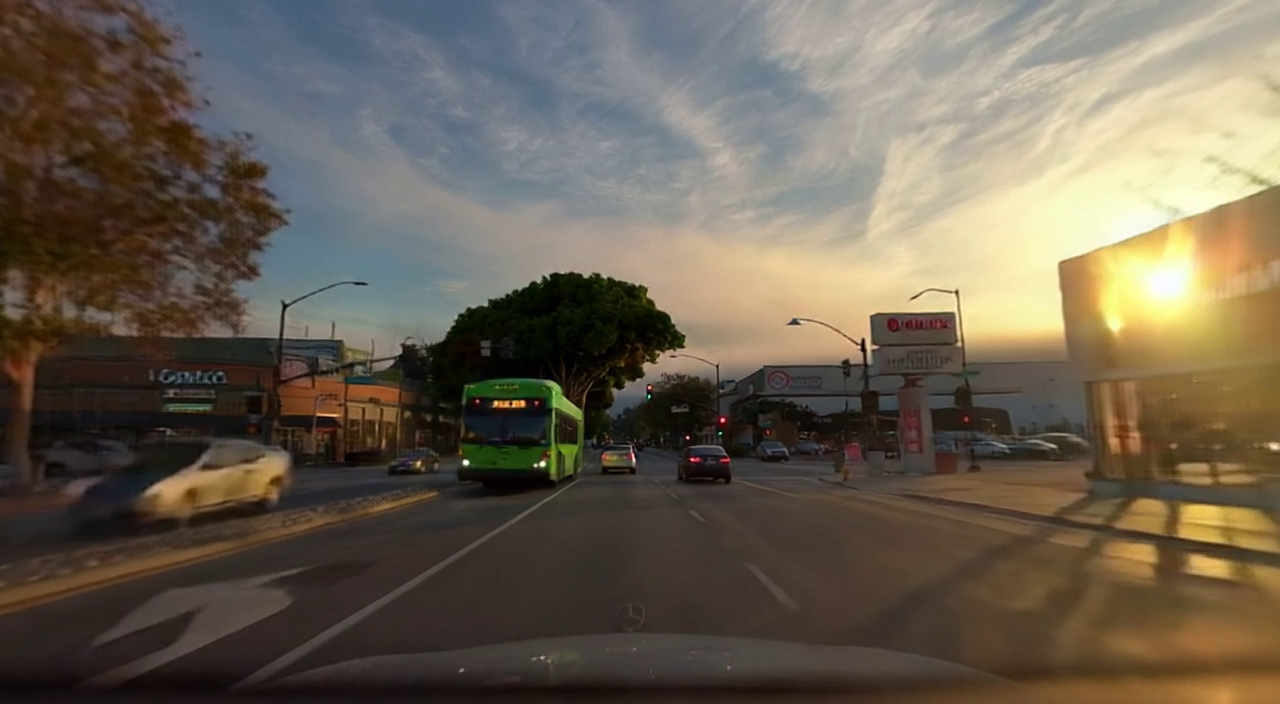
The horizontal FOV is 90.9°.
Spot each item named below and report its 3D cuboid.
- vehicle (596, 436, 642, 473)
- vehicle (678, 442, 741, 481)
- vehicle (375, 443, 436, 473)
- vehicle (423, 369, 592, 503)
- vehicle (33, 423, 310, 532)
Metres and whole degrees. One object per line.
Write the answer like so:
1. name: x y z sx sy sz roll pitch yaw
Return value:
1. vehicle: -1.183 5.531 34.229 2.301 1.837 4.411 0 -8 -3
2. vehicle: 2.857 4.593 26.765 2.046 1.540 3.883 0 -8 -3
3. vehicle: -13.780 6.228 37.300 2.072 1.675 4.190 0 -8 -2
4. vehicle: -3.708 3.036 22.172 3.018 3.217 13.998 0 -8 0
5. vehicle: -8.779 2.361 12.491 2.157 1.731 4.433 0 -8 -2
